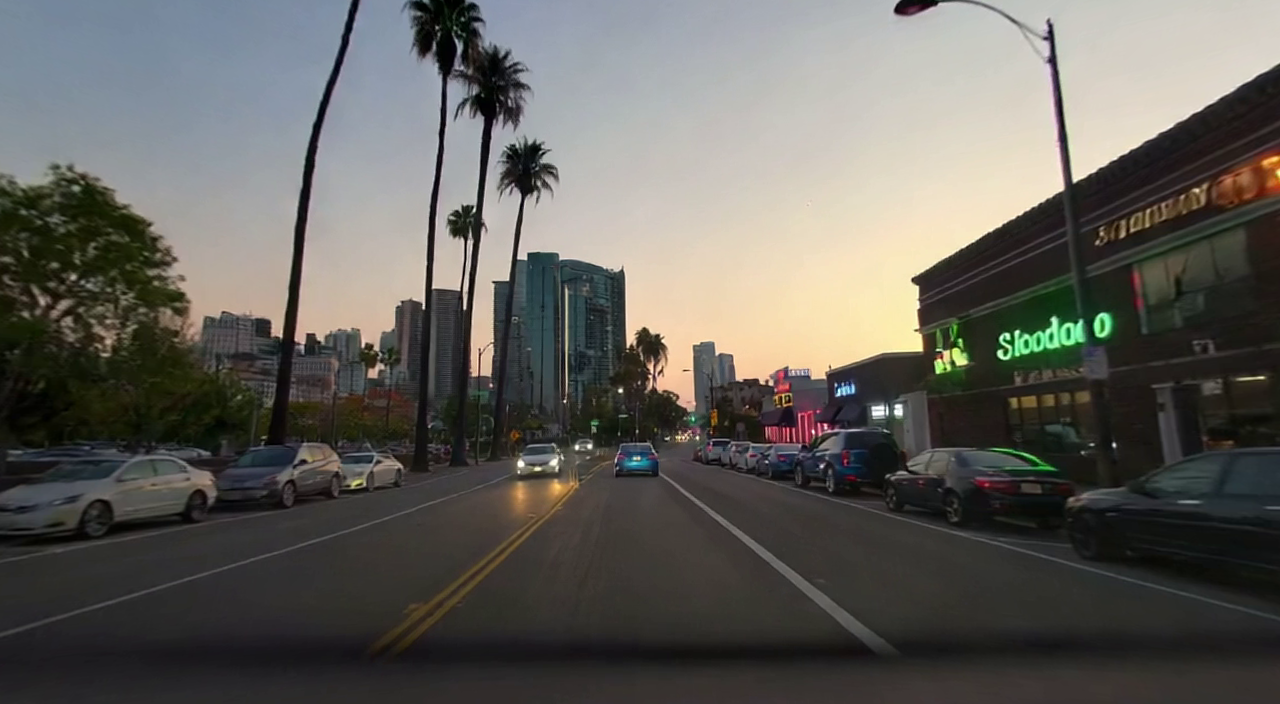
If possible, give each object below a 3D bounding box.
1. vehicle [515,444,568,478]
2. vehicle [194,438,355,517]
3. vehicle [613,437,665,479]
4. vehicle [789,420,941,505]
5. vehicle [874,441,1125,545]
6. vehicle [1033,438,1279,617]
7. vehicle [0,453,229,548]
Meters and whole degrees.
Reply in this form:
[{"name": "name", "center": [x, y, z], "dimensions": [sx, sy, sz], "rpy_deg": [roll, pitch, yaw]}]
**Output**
[{"name": "vehicle", "center": [-4.524, 5.026, 29.506], "dimensions": [1.916, 1.453, 4.315], "rpy_deg": [0, -8, -2]}, {"name": "vehicle", "center": [-9.791, 3.319, 17.440], "dimensions": [1.818, 1.740, 4.555], "rpy_deg": [-3, -7, -1]}, {"name": "vehicle", "center": [-0.078, 4.627, 27.798], "dimensions": [2.063, 1.664, 4.471], "rpy_deg": [0, -8, -1]}, {"name": "vehicle", "center": [6.279, 3.166, 18.628], "dimensions": [2.257, 2.074, 5.857], "rpy_deg": [0, -8, 0]}, {"name": "vehicle", "center": [6.210, 2.437, 11.774], "dimensions": [1.786, 1.492, 4.874], "rpy_deg": [0, -8, 0]}, {"name": "vehicle", "center": [6.394, 1.616, 6.188], "dimensions": [1.864, 1.515, 4.763], "rpy_deg": [0, -8, -3]}, {"name": "vehicle", "center": [-9.908, 2.661, 11.973], "dimensions": [1.640, 1.461, 3.936], "rpy_deg": [0, -9, -1]}]
